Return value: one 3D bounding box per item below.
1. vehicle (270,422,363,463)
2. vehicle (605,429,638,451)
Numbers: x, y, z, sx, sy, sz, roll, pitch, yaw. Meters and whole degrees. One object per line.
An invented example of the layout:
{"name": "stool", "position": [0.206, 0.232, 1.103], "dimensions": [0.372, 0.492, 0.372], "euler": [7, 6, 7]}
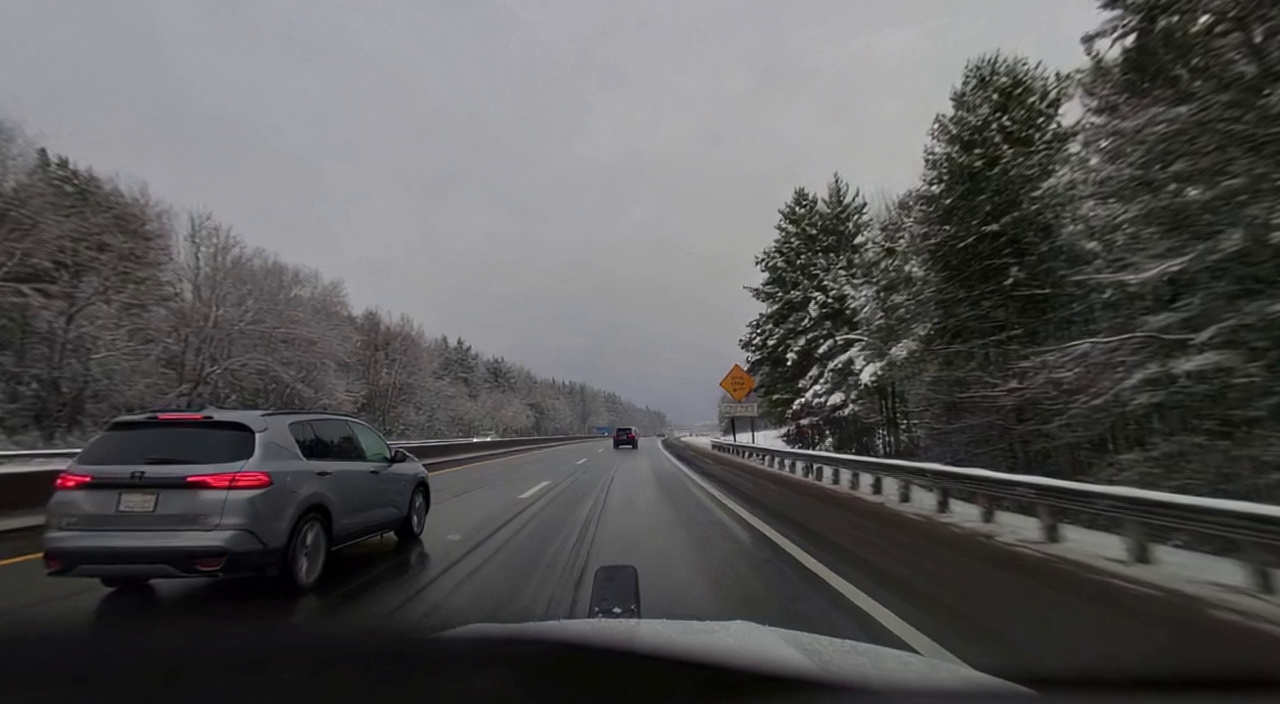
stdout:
{"name": "vehicle", "position": [-16.047, 4.523, 31.596], "dimensions": [2.030, 1.866, 4.818], "euler": [0, -8, 1]}
{"name": "vehicle", "position": [-1.289, 6.452, 46.178], "dimensions": [2.051, 1.529, 4.303], "euler": [-1, -8, 3]}
